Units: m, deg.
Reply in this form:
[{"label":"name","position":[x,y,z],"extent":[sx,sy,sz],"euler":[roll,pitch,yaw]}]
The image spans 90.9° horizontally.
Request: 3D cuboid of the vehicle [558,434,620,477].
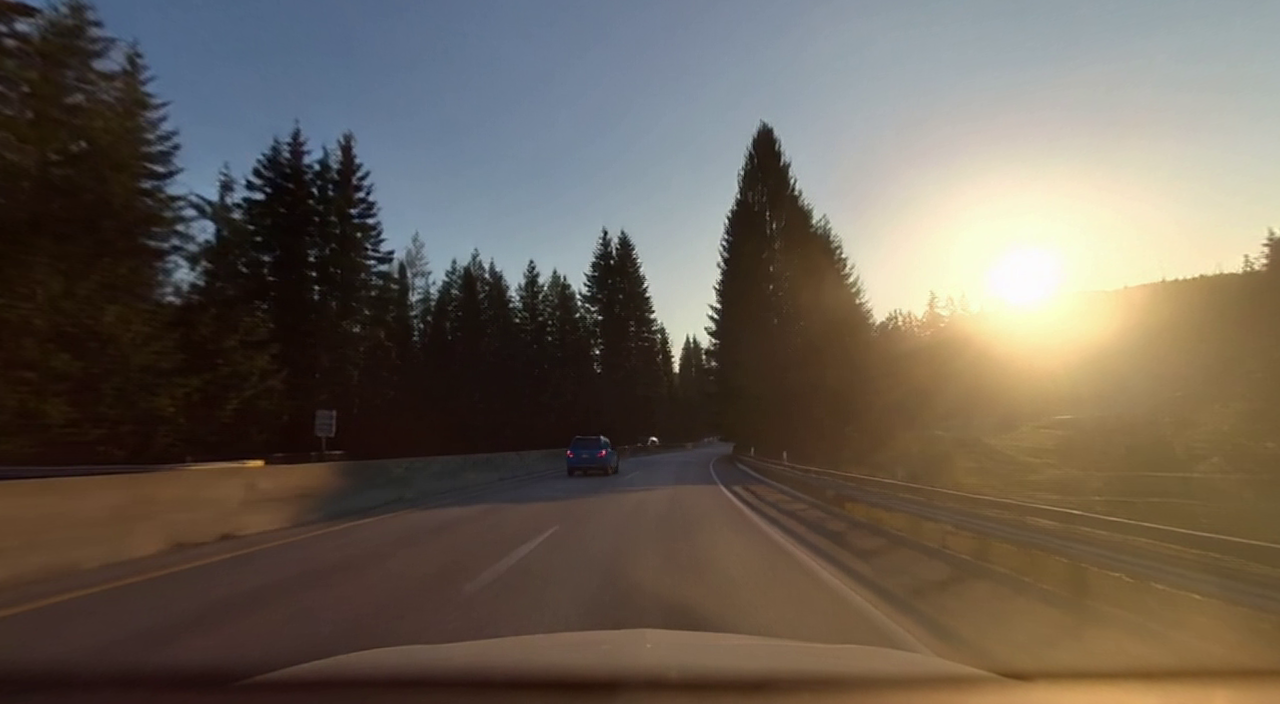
[{"label":"vehicle","position":[-2.169,4.604,28.236],"extent":[2.005,1.752,4.479],"euler":[-1,-8,5]}]
